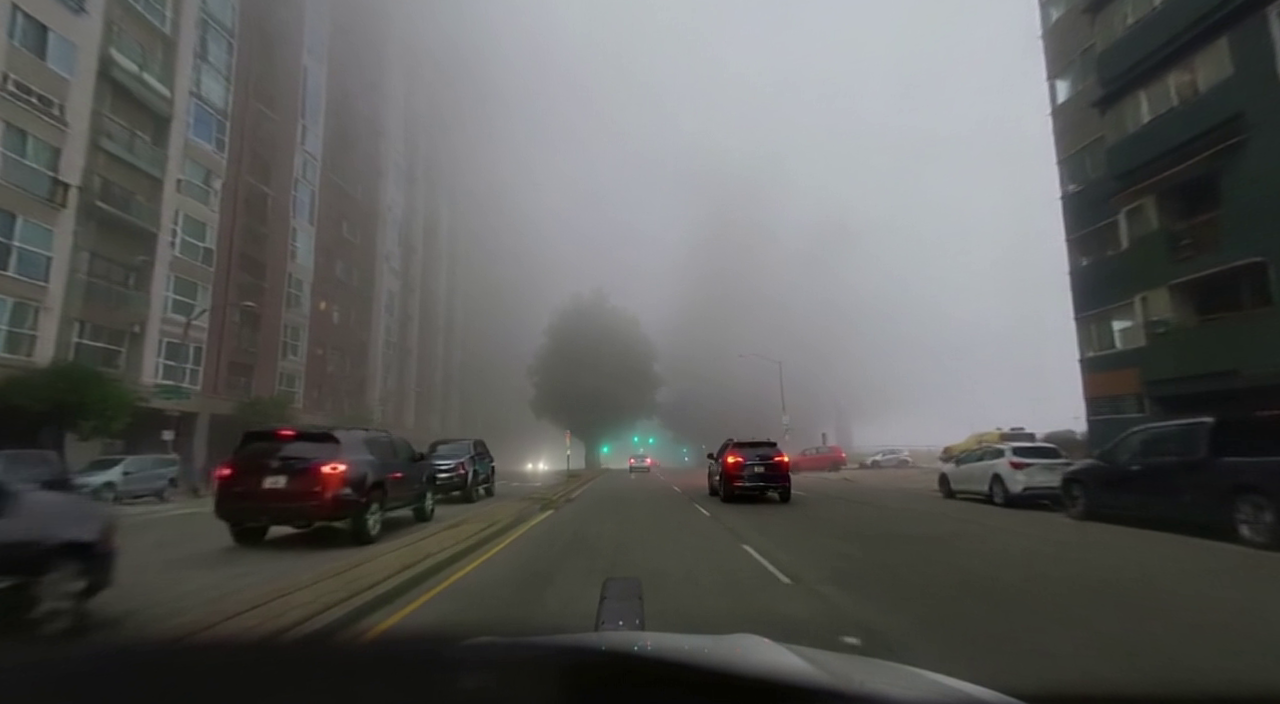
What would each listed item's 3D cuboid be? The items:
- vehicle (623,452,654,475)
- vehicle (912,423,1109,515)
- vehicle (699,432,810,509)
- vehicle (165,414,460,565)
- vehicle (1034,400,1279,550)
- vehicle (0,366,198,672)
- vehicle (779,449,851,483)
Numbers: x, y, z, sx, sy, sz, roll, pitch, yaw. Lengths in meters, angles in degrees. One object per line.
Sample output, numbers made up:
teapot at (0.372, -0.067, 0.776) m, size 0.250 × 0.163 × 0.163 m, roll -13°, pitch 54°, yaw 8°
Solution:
vehicle at (-0.154, 7.868, 44.685) m, size 2.059 × 1.492 × 4.033 m, roll 0°, pitch -8°, yaw -2°
vehicle at (8.952, 2.852, 15.930) m, size 1.939 × 1.927 × 4.833 m, roll 0°, pitch -8°, yaw -1°
vehicle at (3.037, 3.270, 17.966) m, size 2.129 × 1.844 × 4.767 m, roll 0°, pitch -8°, yaw -2°
vehicle at (-4.854, 2.108, 10.666) m, size 2.009 × 1.837 × 5.590 m, roll 0°, pitch -8°, yaw 0°
vehicle at (9.046, 1.907, 10.290) m, size 1.935 × 1.875 × 5.051 m, roll 0°, pitch -9°, yaw 0°
vehicle at (-4.961, 0.885, 2.952) m, size 2.275 × 1.816 × 4.923 m, roll 0°, pitch -8°, yaw -1°
vehicle at (8.708, 5.703, 31.972) m, size 1.940 × 1.512 × 5.129 m, roll 0°, pitch -8°, yaw -3°
